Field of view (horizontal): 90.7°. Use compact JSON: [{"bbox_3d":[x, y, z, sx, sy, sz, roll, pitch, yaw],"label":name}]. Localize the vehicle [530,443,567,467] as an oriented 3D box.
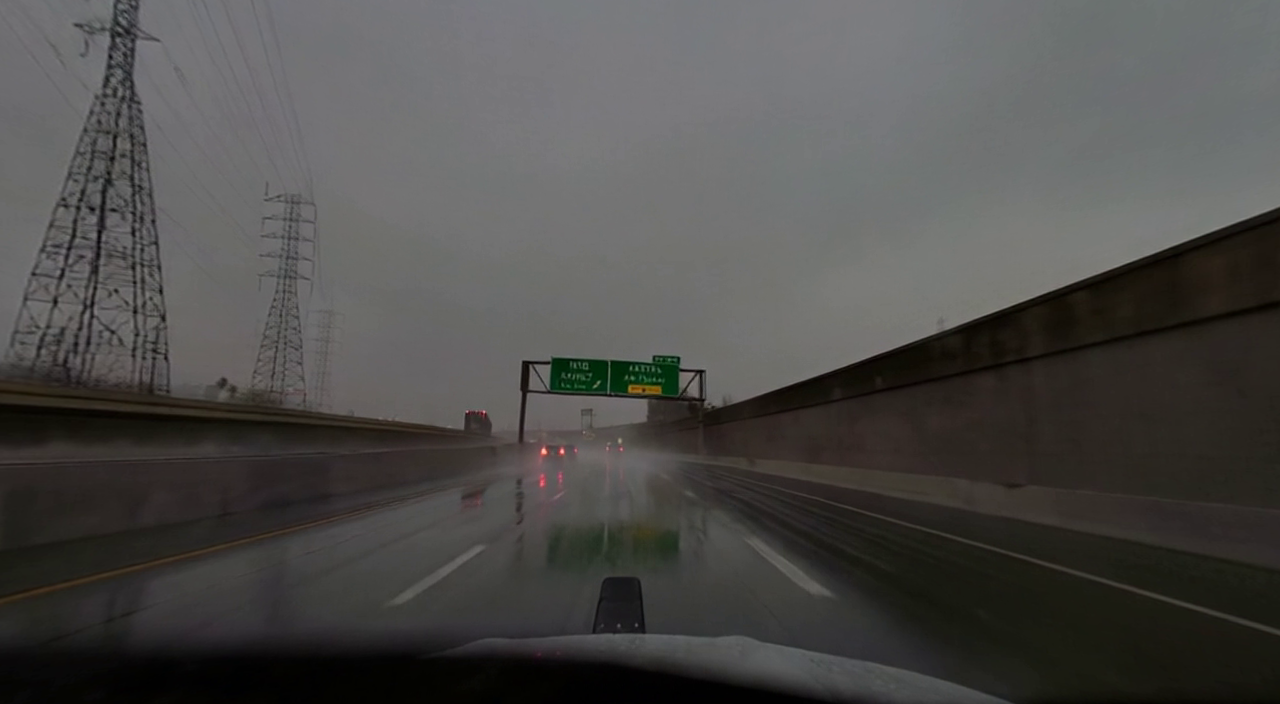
[{"bbox_3d":[-5.729,6.495,40.193,1.921,1.420,4.078,0,-8,-3],"label":"vehicle"}]
